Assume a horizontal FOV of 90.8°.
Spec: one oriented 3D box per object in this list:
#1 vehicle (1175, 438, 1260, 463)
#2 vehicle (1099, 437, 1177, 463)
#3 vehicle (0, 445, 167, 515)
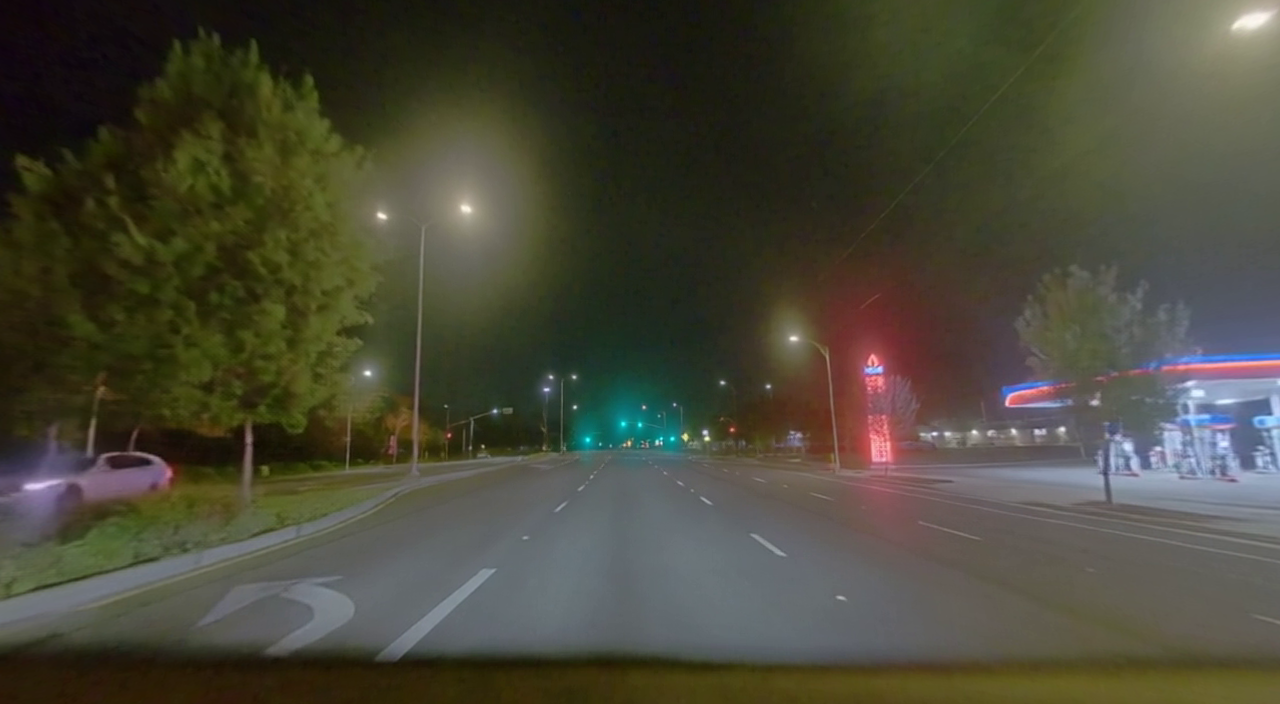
[{"bbox_3d":[36.700,6.261,40.281,1.665,1.442,3.759,0,-8,-4],"label":"vehicle"},{"bbox_3d":[31.036,6.157,39.535,1.591,1.491,4.005,-2,-9,1],"label":"vehicle"},{"bbox_3d":[-15.498,3.351,17.135,1.916,1.620,4.408,0,-8,0],"label":"vehicle"}]
